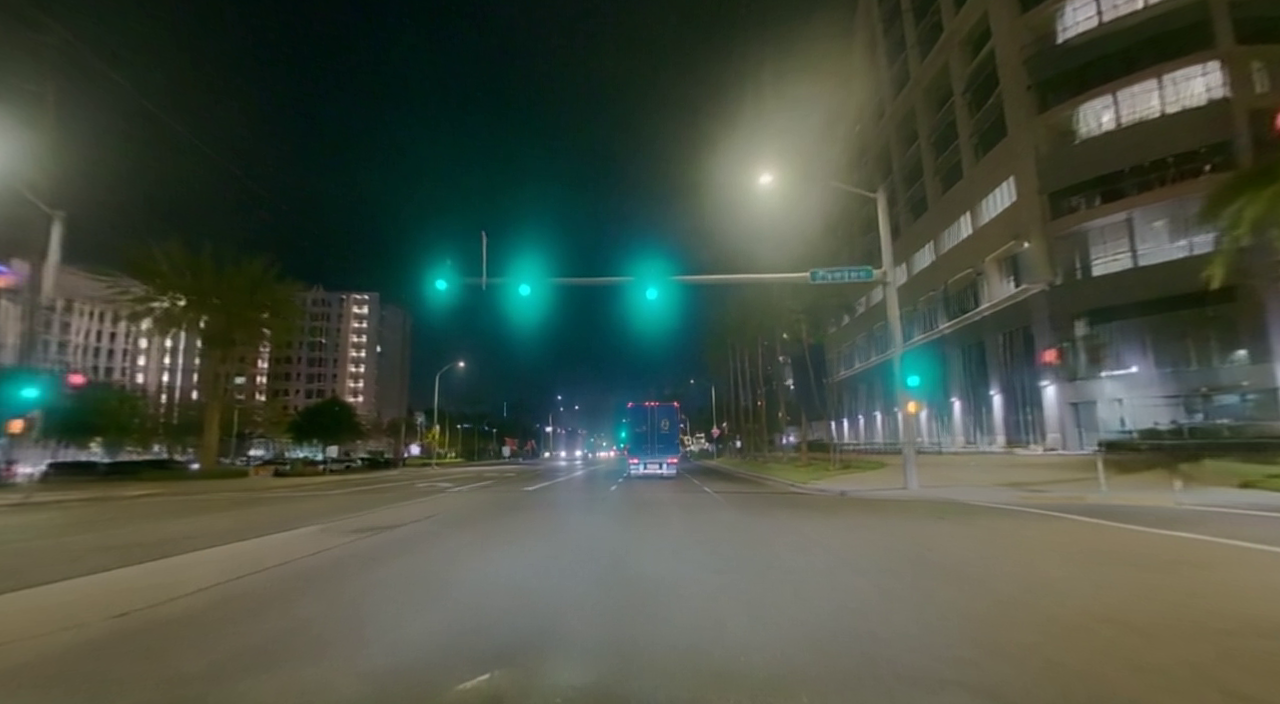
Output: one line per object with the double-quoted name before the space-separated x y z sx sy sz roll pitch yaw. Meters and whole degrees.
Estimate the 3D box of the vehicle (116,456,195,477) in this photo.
"vehicle" -36.179 8.530 46.903 4.392 1.472 1.854 0 -9 2

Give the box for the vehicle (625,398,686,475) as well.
"vehicle" 0.672 5.224 38.147 2.992 3.949 11.815 0 -9 -2

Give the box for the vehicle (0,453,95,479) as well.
"vehicle" -36.311 6.969 38.435 4.069 1.505 1.980 0 -9 3
